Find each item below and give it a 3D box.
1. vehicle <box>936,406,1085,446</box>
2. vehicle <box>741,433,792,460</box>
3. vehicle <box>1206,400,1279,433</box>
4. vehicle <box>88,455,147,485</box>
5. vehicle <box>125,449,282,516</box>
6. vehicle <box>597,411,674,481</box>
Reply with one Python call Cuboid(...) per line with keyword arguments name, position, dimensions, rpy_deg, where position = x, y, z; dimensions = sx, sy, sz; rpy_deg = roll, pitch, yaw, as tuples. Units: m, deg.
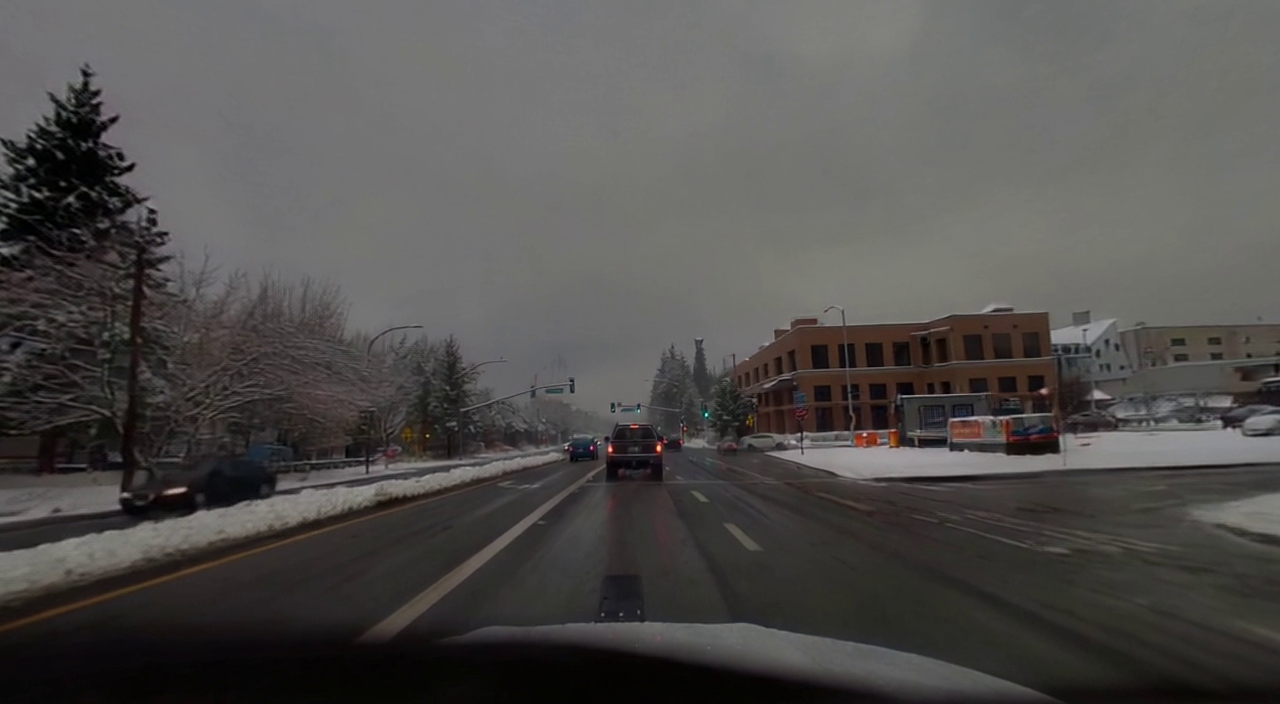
Cuboid(name="vehicle", position=(14.929, 3.068, 25.504), dimensions=(4.986, 1.467, 2.025), rpy_deg=(-6, -10, 34))
Cuboid(name="vehicle", position=(7.636, 5.635, 37.775), dimensions=(2.145, 1.503, 4.267), rpy_deg=(-4, -9, 23))
Cuboid(name="vehicle", position=(30.988, 3.223, 31.196), dimensions=(1.810, 1.448, 4.550), rpy_deg=(-1, -8, 4))
Cuboid(name="vehicle", position=(-33.295, 7.447, 40.060), dimensions=(4.692, 1.720, 1.941), rpy_deg=(-7, -11, 40))
Cuboid(name="vehicle", position=(-12.661, 3.741, 18.620), dimensions=(1.887, 1.536, 4.088), rpy_deg=(-5, -8, -2))
Cuboid(name="vehicle", position=(-0.204, 3.315, 22.205), dimensions=(2.350, 2.122, 5.801), rpy_deg=(0, -8, -2))
